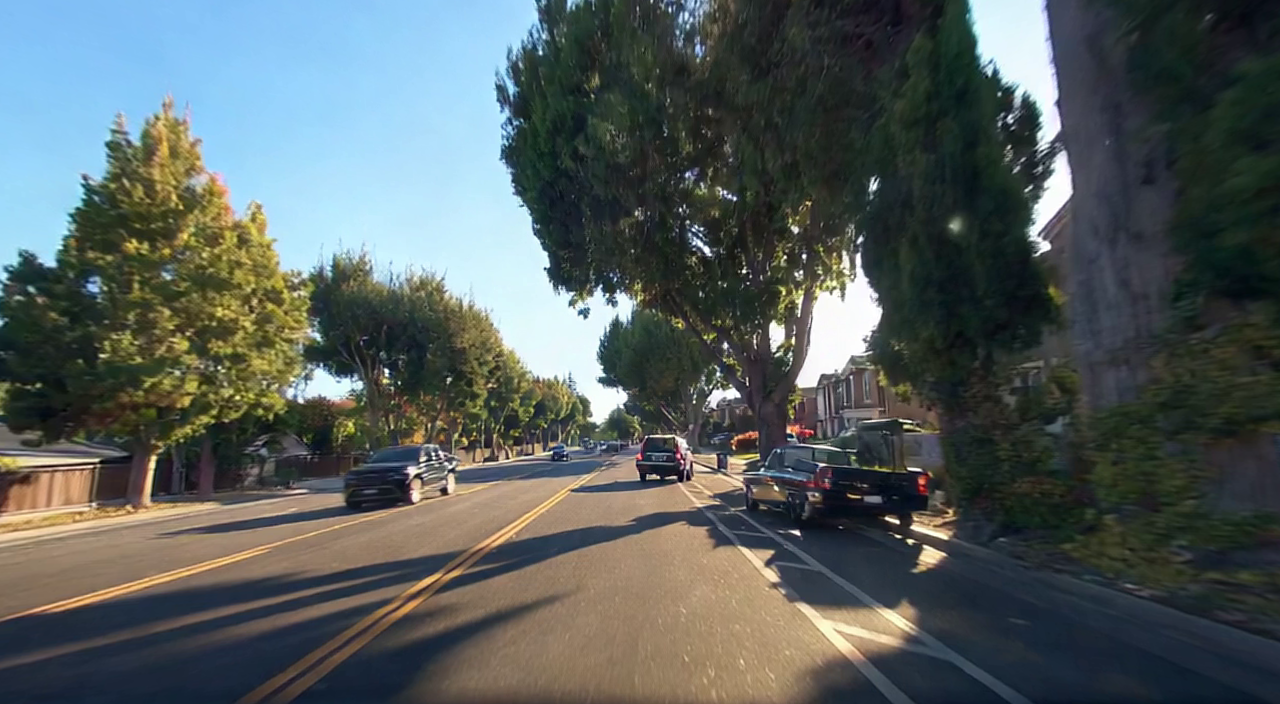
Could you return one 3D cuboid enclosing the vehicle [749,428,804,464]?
[{"bbox_3d":[8.222,5.770,38.376,2.007,1.803,4.835,-5,-9,-2],"label":"vehicle"}]

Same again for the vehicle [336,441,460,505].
[{"bbox_3d":[-7.116,3.564,19.073,1.972,1.703,4.423,0,-8,0],"label":"vehicle"}]

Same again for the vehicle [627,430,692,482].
[{"bbox_3d":[0.883,4.179,25.513,2.268,1.862,4.724,-1,-8,6],"label":"vehicle"}]
